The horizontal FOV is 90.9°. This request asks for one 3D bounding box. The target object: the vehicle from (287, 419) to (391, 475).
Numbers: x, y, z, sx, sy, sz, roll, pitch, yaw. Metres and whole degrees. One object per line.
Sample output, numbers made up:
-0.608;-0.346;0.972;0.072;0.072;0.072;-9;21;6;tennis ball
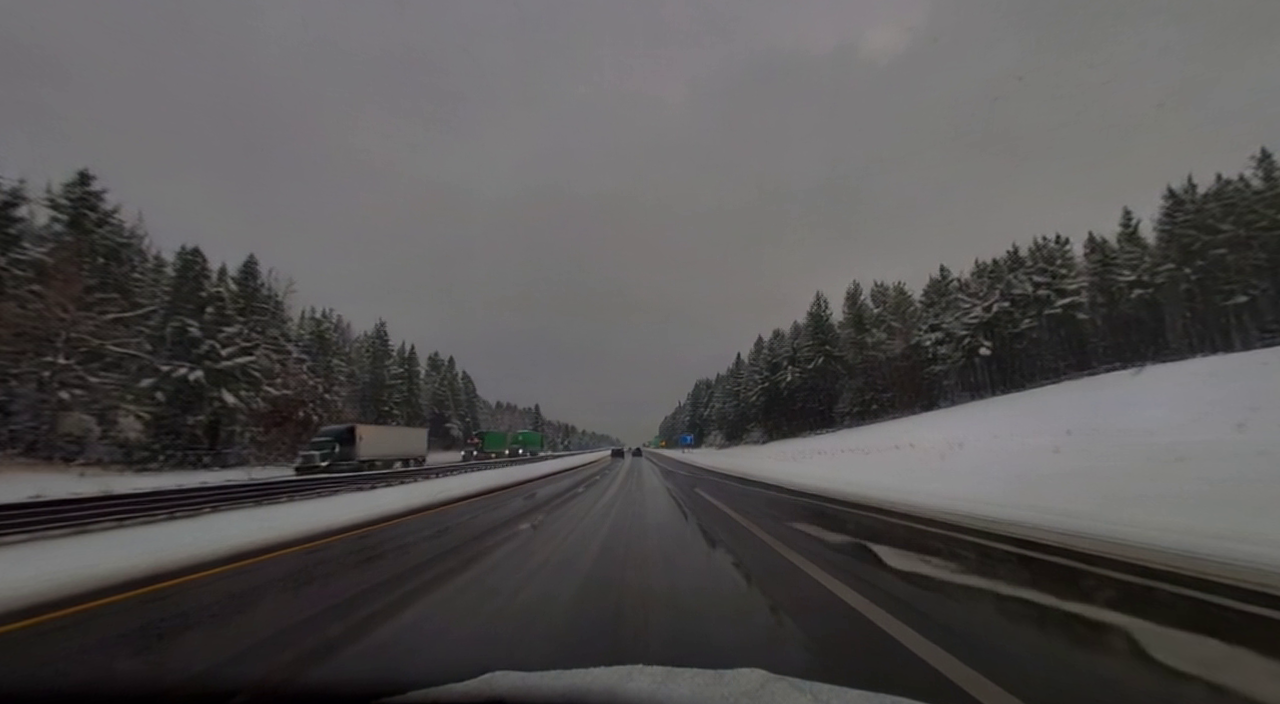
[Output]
-22.889;7.391;48.805;3.015;3.832;9.988;0;-9;1;vehicle
